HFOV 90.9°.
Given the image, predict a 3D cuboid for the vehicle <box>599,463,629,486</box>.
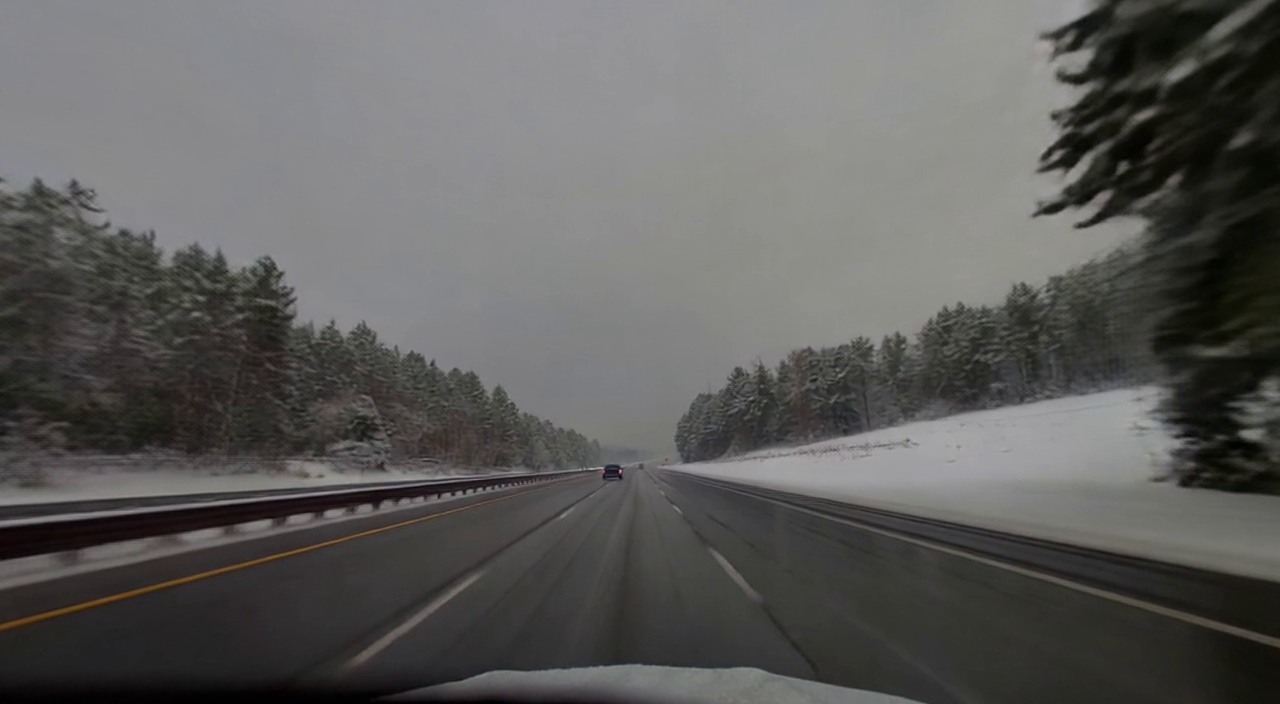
[{"bbox_3d":[-1.876,9.040,46.699,1.900,1.550,4.146,1,-10,2],"label":"vehicle"}]
